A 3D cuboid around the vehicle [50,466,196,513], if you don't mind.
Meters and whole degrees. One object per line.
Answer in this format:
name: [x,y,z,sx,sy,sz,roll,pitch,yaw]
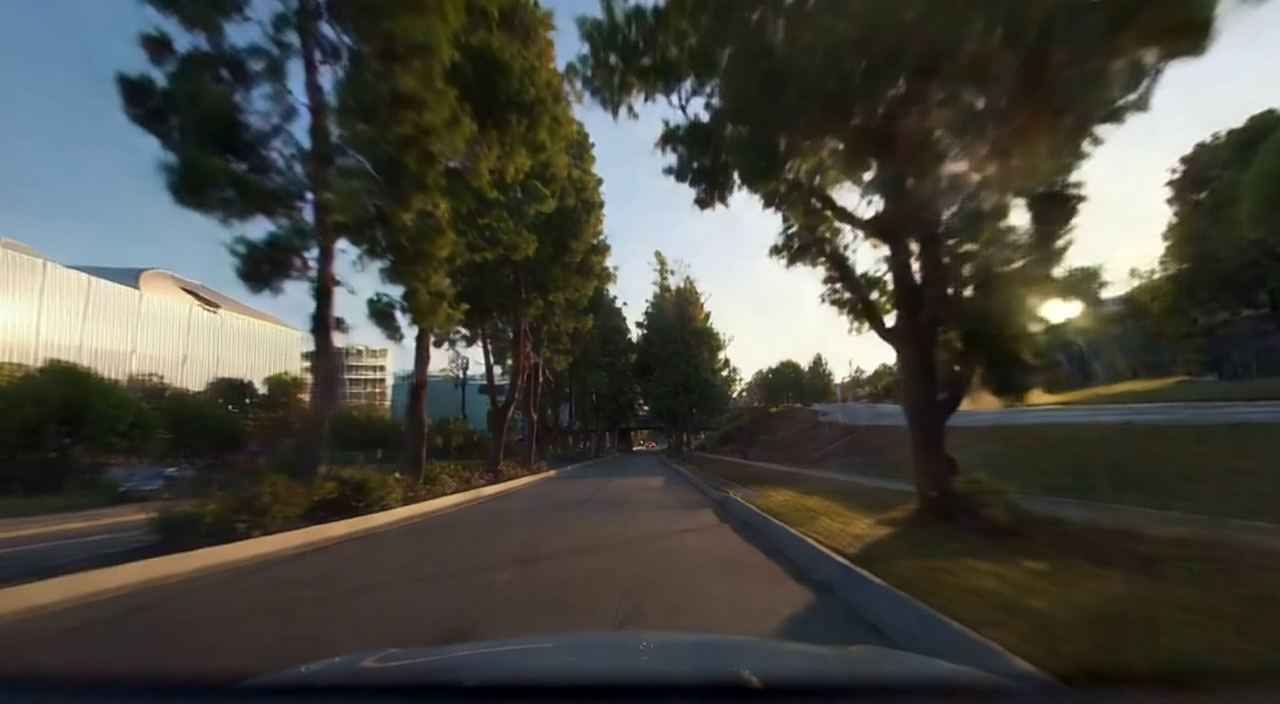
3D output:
vehicle: [-21.574,5.717,26.661,1.945,1.481,5.005,-4,-8,1]
